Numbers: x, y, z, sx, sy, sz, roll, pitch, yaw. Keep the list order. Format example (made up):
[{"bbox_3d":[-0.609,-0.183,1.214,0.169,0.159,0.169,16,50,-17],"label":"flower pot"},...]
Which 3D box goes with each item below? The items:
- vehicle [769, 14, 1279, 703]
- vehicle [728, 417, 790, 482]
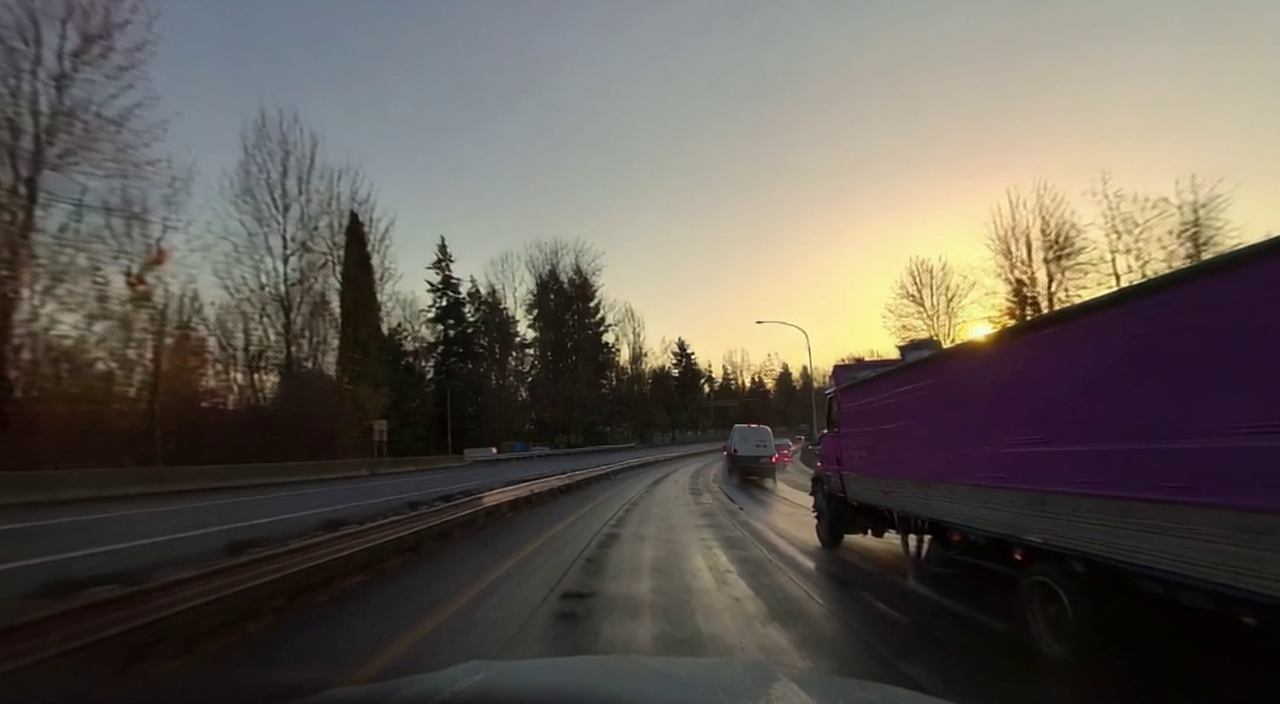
[{"bbox_3d":[3.659,0.646,6.356,3.117,3.818,6.785,0,-9,-1],"label":"vehicle"},{"bbox_3d":[5.207,4.392,28.245,2.200,2.582,5.559,-1,-9,5],"label":"vehicle"}]
